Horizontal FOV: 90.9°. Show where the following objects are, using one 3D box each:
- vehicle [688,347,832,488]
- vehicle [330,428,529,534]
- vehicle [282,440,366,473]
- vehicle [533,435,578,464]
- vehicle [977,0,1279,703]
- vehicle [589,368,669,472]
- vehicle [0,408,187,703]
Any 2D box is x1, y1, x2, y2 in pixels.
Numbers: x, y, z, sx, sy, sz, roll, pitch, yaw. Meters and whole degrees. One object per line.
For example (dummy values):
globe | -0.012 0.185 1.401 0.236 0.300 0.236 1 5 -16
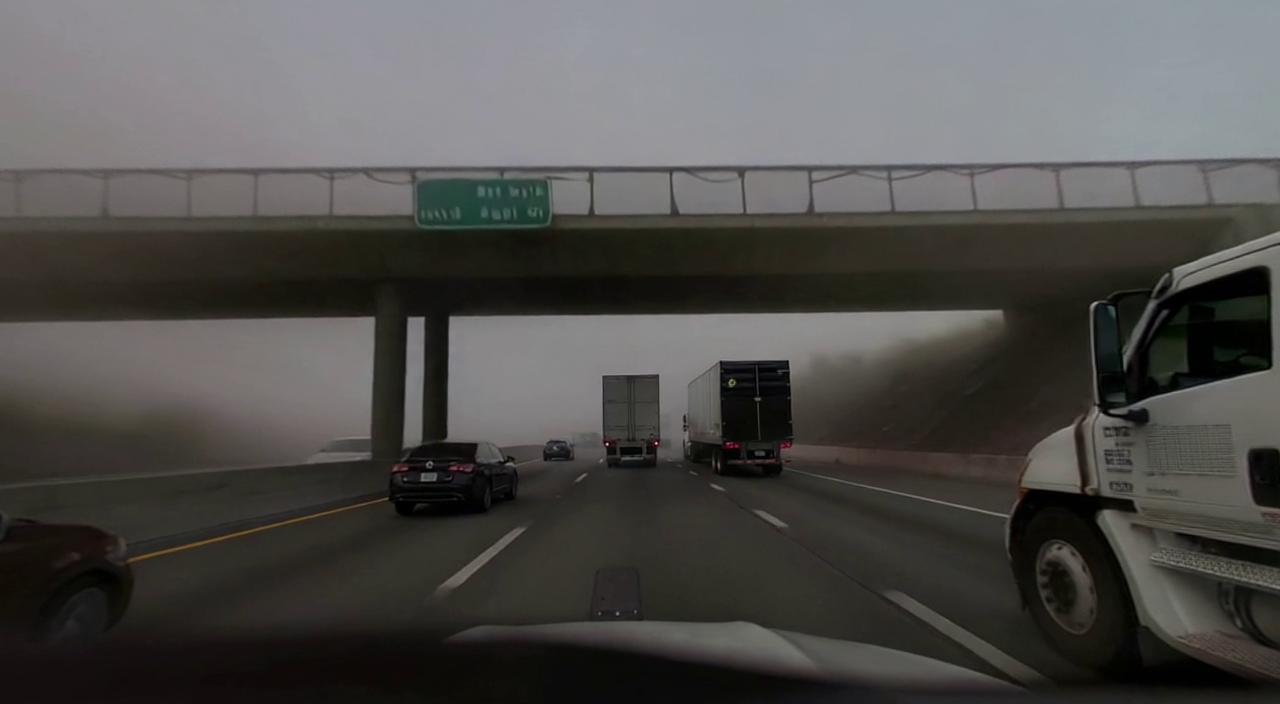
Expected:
vehicle | 3.733 2.563 23.182 2.817 3.886 11.491 0 -8 -1
vehicle | -3.348 2.114 11.141 1.894 1.460 4.662 0 -8 0
vehicle | -15.276 5.043 30.749 1.848 1.472 4.398 0 -8 -1
vehicle | -4.601 5.354 34.816 2.049 1.483 3.786 0 -8 -1
vehicle | 3.972 -0.415 1.296 3.074 3.896 5.910 0 -8 -1
vehicle | -0.417 3.376 30.091 3.090 4.065 10.702 0 -8 0
vehicle | -4.009 0.861 1.953 1.923 1.464 4.449 0 -8 0
